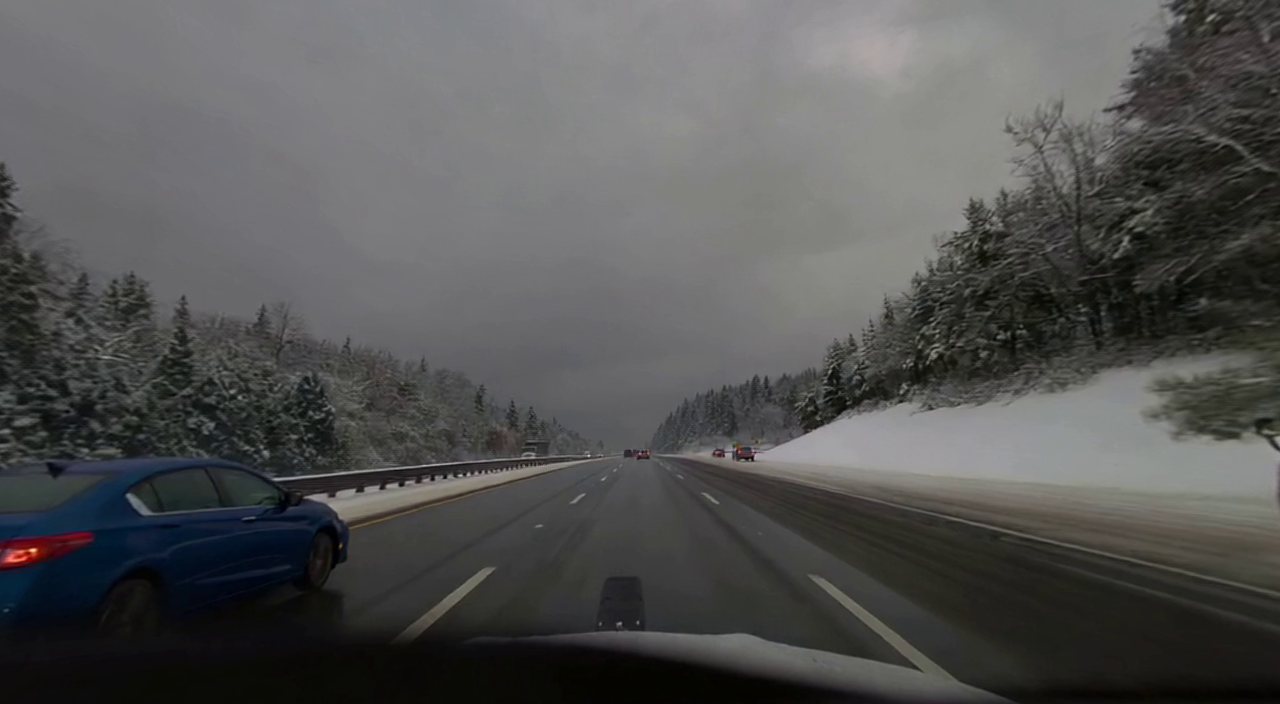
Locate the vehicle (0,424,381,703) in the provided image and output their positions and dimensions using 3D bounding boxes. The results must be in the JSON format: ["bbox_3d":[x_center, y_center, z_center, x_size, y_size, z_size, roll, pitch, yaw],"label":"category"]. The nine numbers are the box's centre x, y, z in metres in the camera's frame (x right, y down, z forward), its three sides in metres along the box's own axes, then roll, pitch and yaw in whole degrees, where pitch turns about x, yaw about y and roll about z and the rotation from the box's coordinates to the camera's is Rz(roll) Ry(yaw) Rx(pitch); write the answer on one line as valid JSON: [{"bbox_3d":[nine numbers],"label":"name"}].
[{"bbox_3d":[-3.809,1.332,4.598,1.873,1.438,4.546,-1,-9,1],"label":"vehicle"}]
